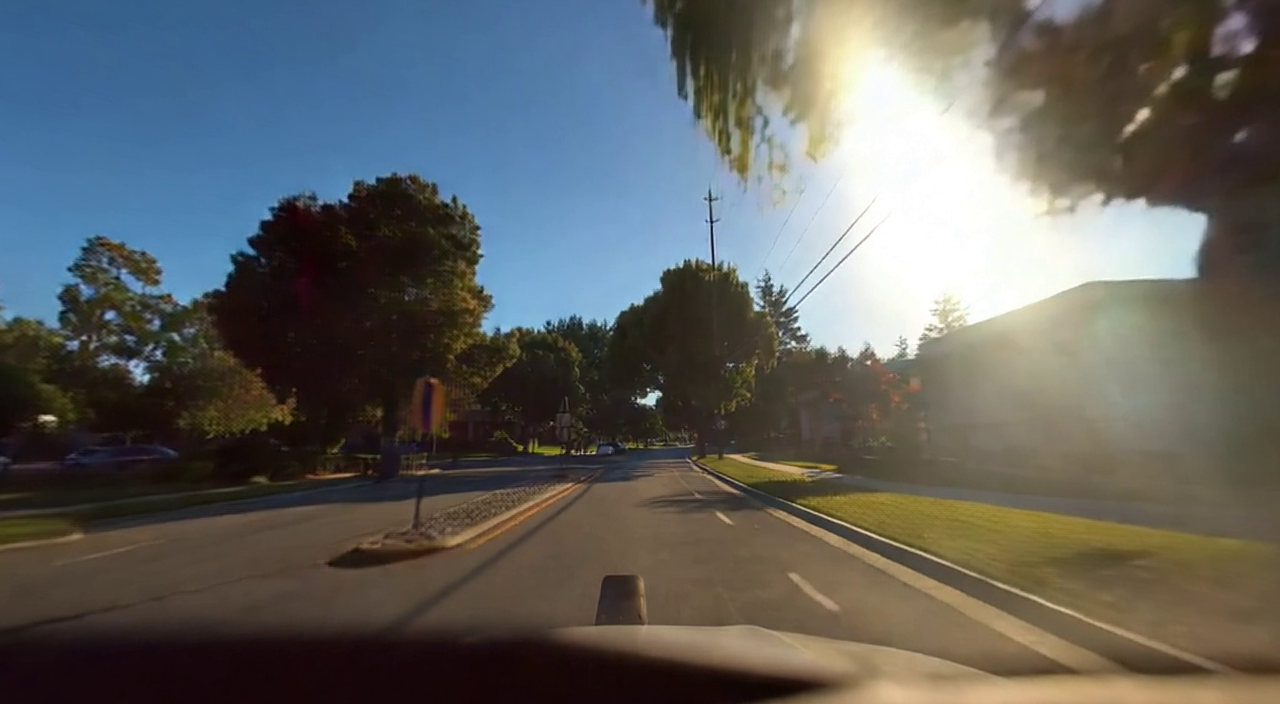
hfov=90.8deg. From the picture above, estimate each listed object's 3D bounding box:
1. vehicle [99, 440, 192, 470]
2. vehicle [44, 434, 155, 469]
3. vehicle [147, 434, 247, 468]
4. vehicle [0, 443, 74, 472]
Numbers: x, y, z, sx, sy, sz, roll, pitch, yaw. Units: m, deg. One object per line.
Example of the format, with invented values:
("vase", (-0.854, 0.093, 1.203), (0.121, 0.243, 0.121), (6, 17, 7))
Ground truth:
("vehicle", (-26.473, 5.492, 34.013), (1.641, 1.505, 4.016), (-1, -8, 2))
("vehicle", (-28.869, 5.319, 33.970), (1.977, 1.701, 4.396), (1, -8, 0))
("vehicle", (-23.807, 5.403, 34.183), (1.850, 1.662, 4.580), (1, -10, 3))
("vehicle", (-34.062, 5.755, 34.659), (1.785, 1.493, 4.343), (0, -8, 3))
